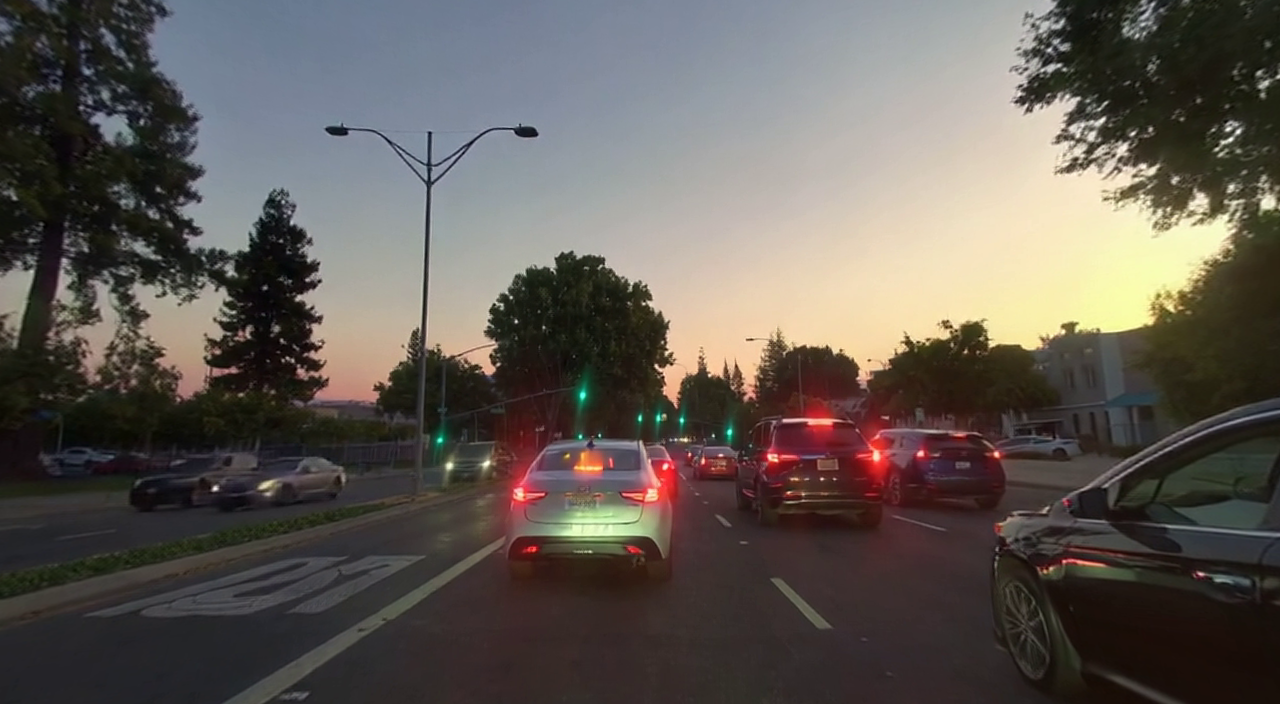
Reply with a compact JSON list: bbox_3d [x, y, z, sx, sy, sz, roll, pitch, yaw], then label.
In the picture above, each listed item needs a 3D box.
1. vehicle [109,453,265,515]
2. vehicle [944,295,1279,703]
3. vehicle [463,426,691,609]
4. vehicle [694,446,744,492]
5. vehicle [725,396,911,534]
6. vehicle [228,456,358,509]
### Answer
[{"bbox_3d":[-16.228,4.695,22.882,2.077,1.925,4.626,0,-9,2],"label":"vehicle"},{"bbox_3d":[3.148,0.810,2.177,1.982,1.960,4.427,0,-9,1],"label":"vehicle"},{"bbox_3d":[-0.563,1.845,7.928,2.111,1.676,4.018,0,-8,1],"label":"vehicle"},{"bbox_3d":[3.095,4.622,25.267,1.518,1.650,4.408,0,-9,1],"label":"vehicle"},{"bbox_3d":[3.615,2.465,14.315,2.516,2.481,5.766,0,-8,0],"label":"vehicle"},{"bbox_3d":[-12.597,4.717,23.222,2.005,1.660,4.676,0,-9,1],"label":"vehicle"}]
